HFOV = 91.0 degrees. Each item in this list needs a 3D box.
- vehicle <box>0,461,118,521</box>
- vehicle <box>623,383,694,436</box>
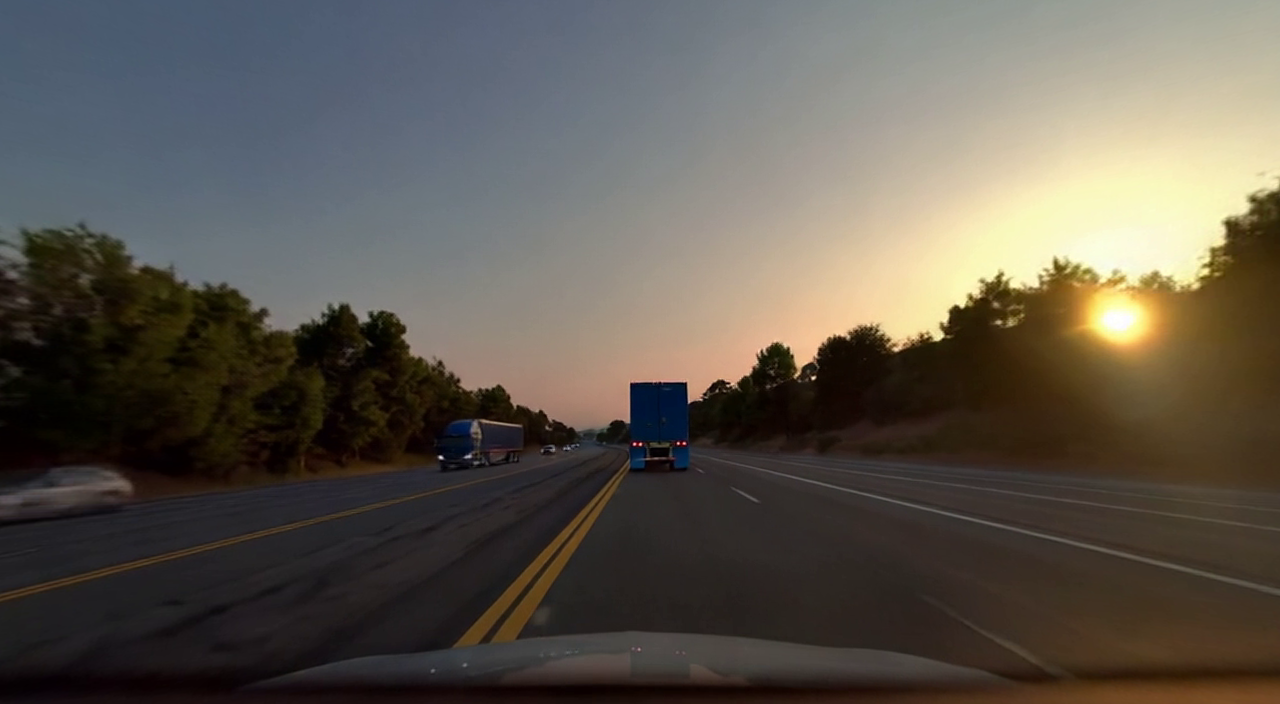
[{"bbox_3d":[-18.018,3.987,18.248,1.859,1.493,4.490,-1,-8,1],"label":"vehicle"},{"bbox_3d":[0.621,2.429,25.576,2.509,1.890,4.732,0,-8,-3],"label":"vehicle"}]
